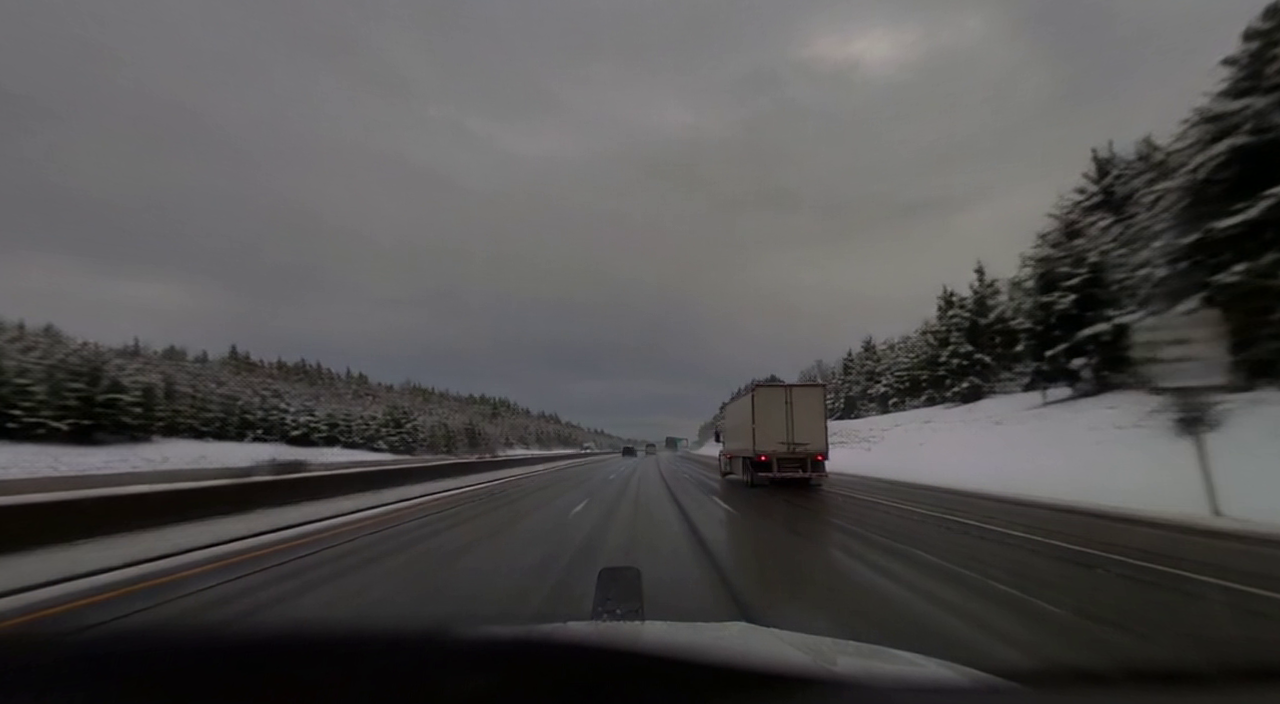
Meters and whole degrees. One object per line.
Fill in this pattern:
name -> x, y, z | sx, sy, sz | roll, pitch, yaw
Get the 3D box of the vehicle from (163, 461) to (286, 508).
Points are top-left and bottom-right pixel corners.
vehicle -> -14.935, 4.755, 22.990 | 1.818, 1.454, 3.854 | 0, -9, 0

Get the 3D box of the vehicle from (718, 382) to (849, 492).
vehicle -> 4.845, 3.182, 23.222 | 2.771, 3.313, 8.121 | 0, -9, -1
